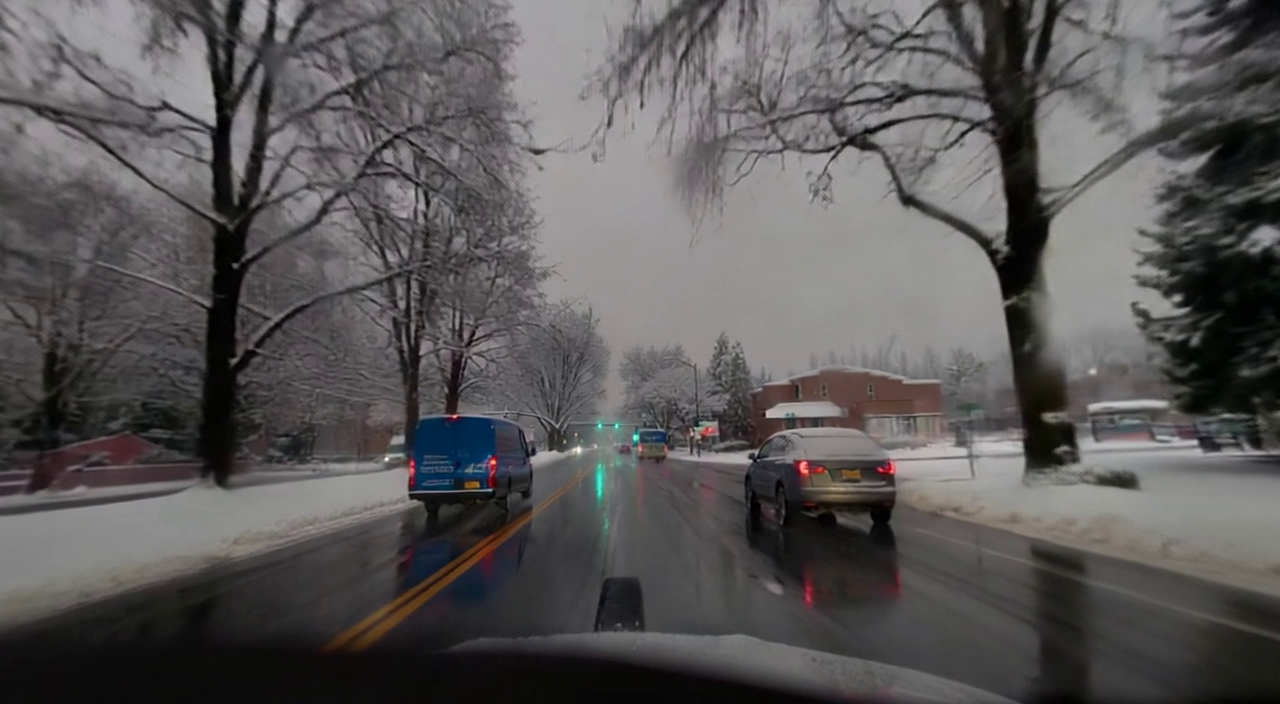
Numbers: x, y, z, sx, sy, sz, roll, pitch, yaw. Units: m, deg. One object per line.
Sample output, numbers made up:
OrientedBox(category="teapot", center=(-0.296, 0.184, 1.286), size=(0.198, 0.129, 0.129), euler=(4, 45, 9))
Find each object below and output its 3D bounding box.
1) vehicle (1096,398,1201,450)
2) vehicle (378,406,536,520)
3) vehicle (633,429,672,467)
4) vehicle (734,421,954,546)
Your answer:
OrientedBox(category="vehicle", center=(38.642, 5.602, 47.815), size=(10.876, 3.559, 3.014), euler=(6, -11, -35))
OrientedBox(category="vehicle", center=(-3.976, 2.524, 14.787), size=(2.420, 2.227, 4.499), euler=(0, -9, -1))
OrientedBox(category="vehicle", center=(0.841, 7.090, 46.610), size=(2.397, 2.566, 5.324), euler=(1, -9, -5))
OrientedBox(category="vehicle", center=(3.091, 2.113, 10.839), size=(2.087, 1.658, 4.612), euler=(0, -9, -2))
